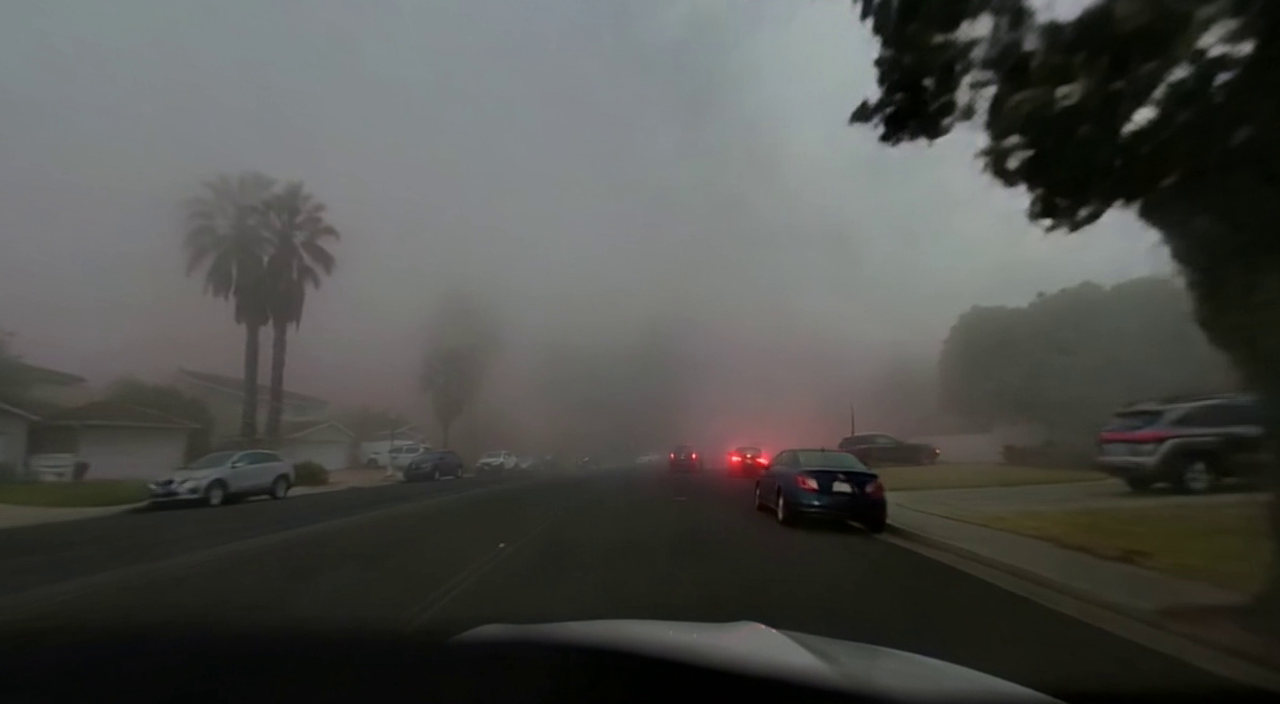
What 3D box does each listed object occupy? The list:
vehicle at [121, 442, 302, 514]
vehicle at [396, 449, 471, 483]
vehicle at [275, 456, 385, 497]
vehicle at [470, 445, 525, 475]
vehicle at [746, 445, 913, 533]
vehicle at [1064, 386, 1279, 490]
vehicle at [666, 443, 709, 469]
[{"bbox_3d":[-13.398,3.949,20.261,2.131,1.902,4.924,-3,-9,4],"label":"vehicle"},{"bbox_3d":[-11.623,6.433,36.032,1.967,1.736,4.730,-2,-9,11],"label":"vehicle"},{"bbox_3d":[-12.846,5.155,26.572,1.866,1.501,4.681,-1,-9,6],"label":"vehicle"},{"bbox_3d":[-10.020,7.649,44.956,2.081,1.948,4.821,-2,-9,10],"label":"vehicle"},{"bbox_3d":[3.505,2.600,12.739,2.037,1.425,4.621,0,-9,1],"label":"vehicle"},{"bbox_3d":[12.928,1.924,13.942,5.550,2.066,2.288,-6,-11,28],"label":"vehicle"},{"bbox_3d":[3.002,6.401,38.980,2.035,1.474,4.284,-2,-9,13],"label":"vehicle"}]
